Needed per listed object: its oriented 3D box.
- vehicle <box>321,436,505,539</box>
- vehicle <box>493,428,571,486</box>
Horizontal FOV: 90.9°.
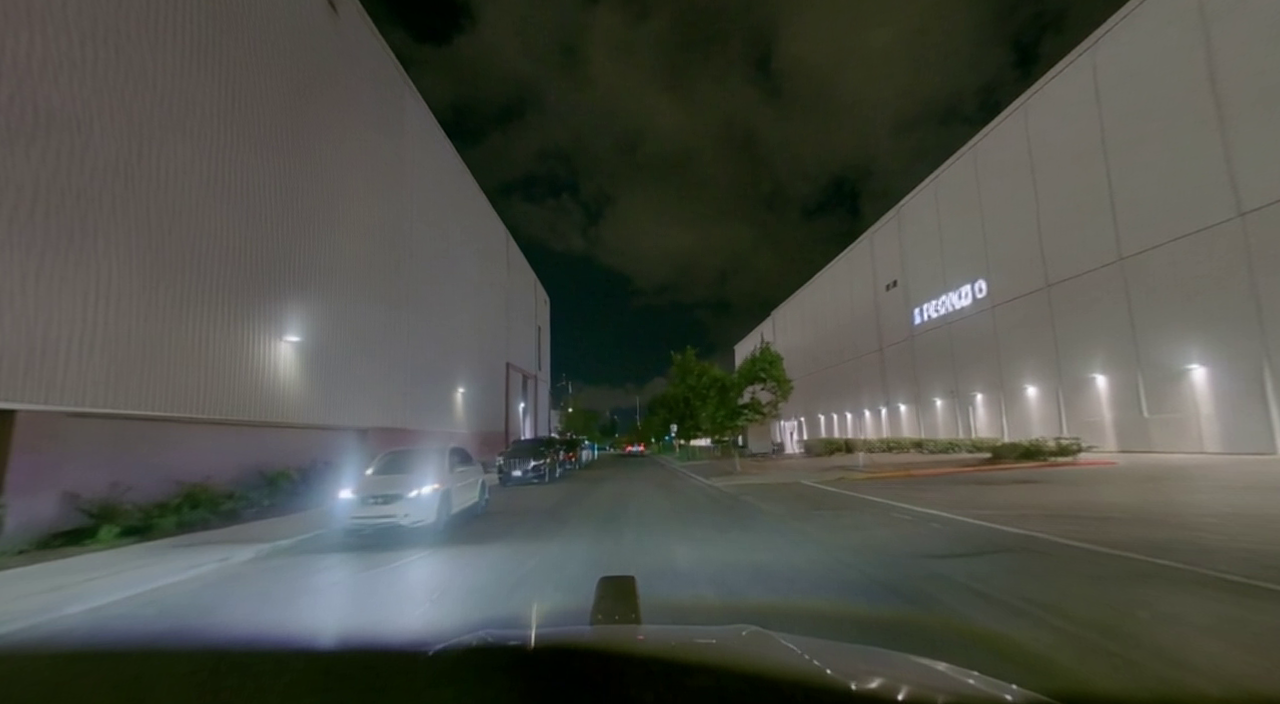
[{"bbox_3d":[-4.151,2.552,12.391,2.040,1.501,4.440,-4,-9,-1],"label":"vehicle"},{"bbox_3d":[-4.021,4.078,24.356,2.161,1.843,5.181,-4,-10,-2],"label":"vehicle"}]
